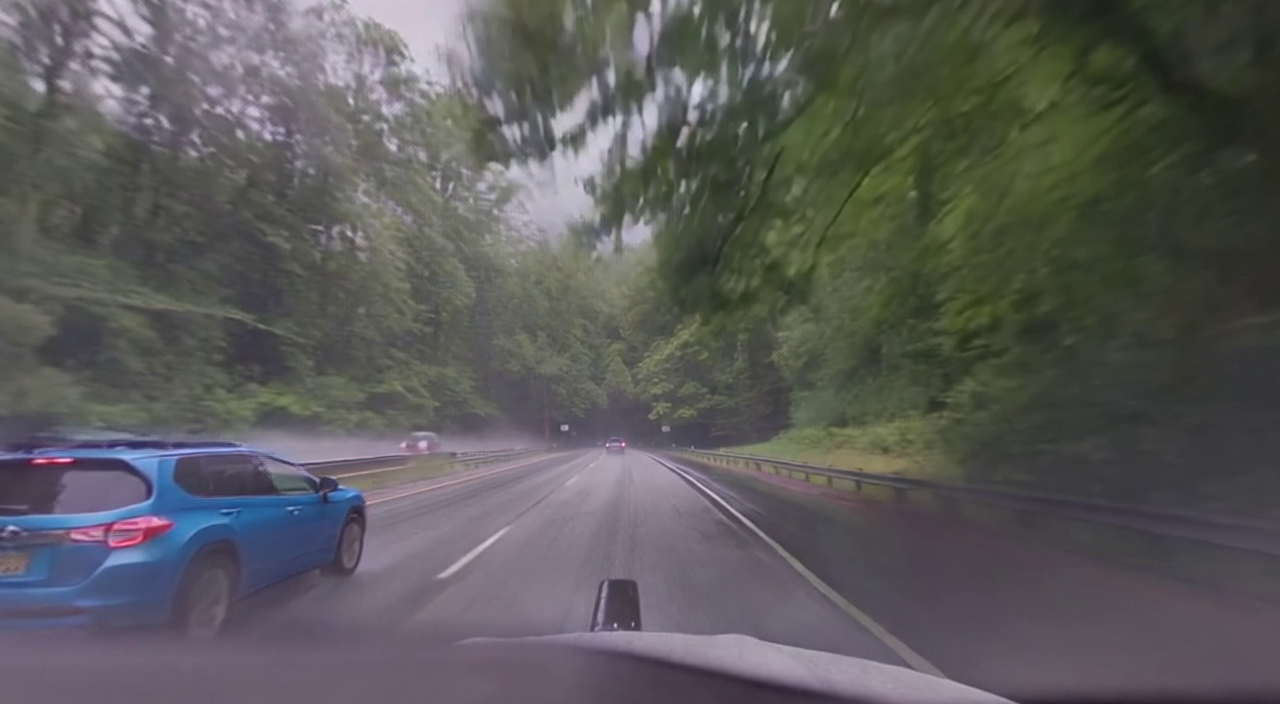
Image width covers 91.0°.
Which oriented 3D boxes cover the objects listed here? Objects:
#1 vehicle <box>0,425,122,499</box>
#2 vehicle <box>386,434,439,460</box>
[{"bbox_3d":[-15.138,2.592,14.970,1.989,1.617,4.293,0,-8,-1],"label":"vehicle"},{"bbox_3d":[-15.436,6.459,42.935,2.041,1.622,4.537,0,-8,-1],"label":"vehicle"}]
